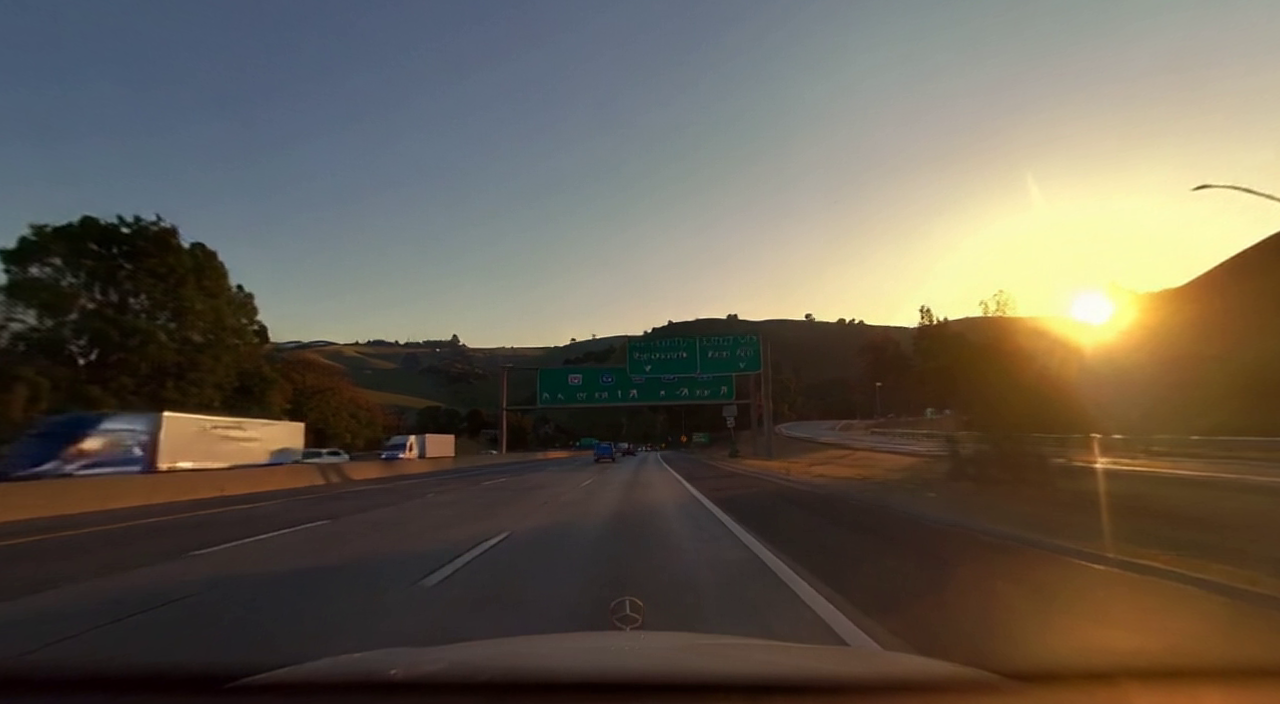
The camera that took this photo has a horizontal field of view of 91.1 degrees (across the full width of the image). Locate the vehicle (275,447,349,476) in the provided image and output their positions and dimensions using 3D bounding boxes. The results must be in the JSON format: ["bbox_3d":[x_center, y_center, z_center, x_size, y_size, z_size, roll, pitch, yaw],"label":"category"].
[{"bbox_3d":[-21.651,7.220,41.712,2.157,1.715,4.929,0,-8,1],"label":"vehicle"}]

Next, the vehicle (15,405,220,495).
[{"bbox_3d":[-25.759,4.939,31.790,2.998,3.912,8.302,0,-8,1],"label":"vehicle"}]
